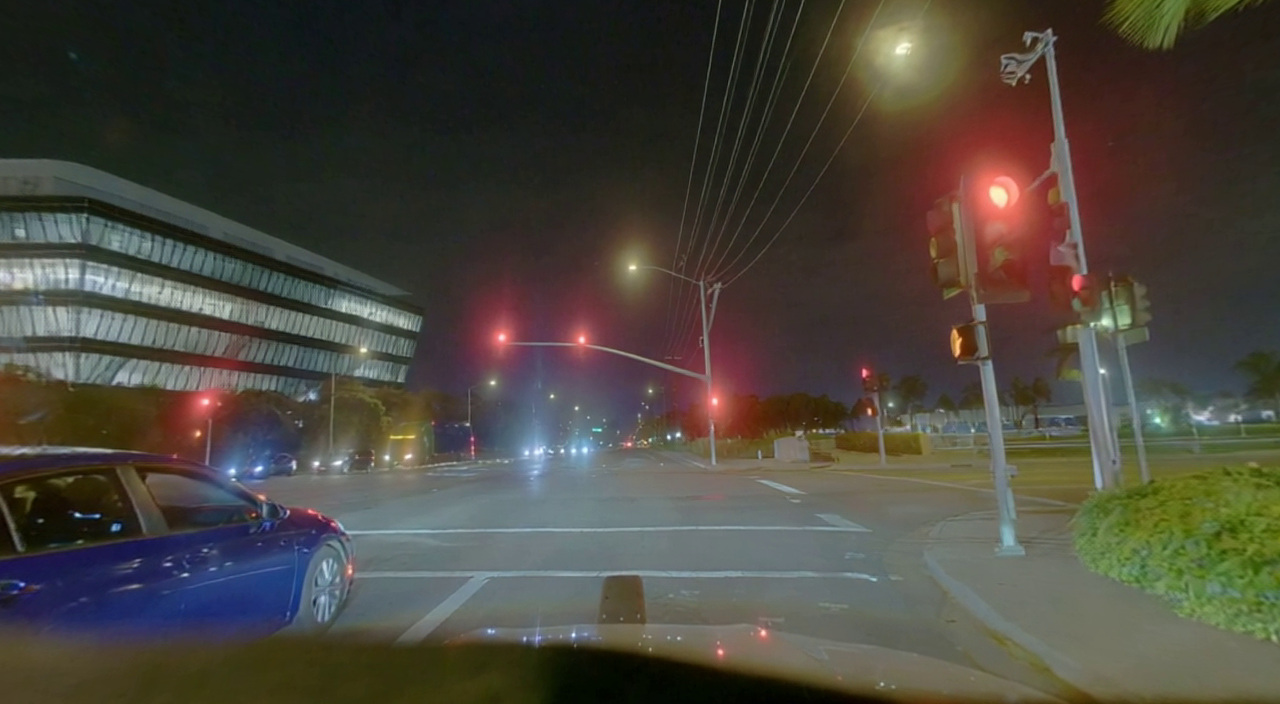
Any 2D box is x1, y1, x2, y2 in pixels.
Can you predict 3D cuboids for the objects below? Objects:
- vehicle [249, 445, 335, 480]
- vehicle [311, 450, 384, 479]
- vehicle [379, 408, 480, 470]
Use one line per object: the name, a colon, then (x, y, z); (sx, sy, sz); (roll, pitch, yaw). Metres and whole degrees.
vehicle: (-19.097, 6.058, 34.830); (2.017, 1.739, 4.569); (0, -9, 1)
vehicle: (-15.368, 5.924, 33.294); (1.875, 1.389, 3.784); (0, -9, 3)
vehicle: (-15.082, 6.499, 46.491); (3.014, 3.949, 11.279); (0, -9, 3)
